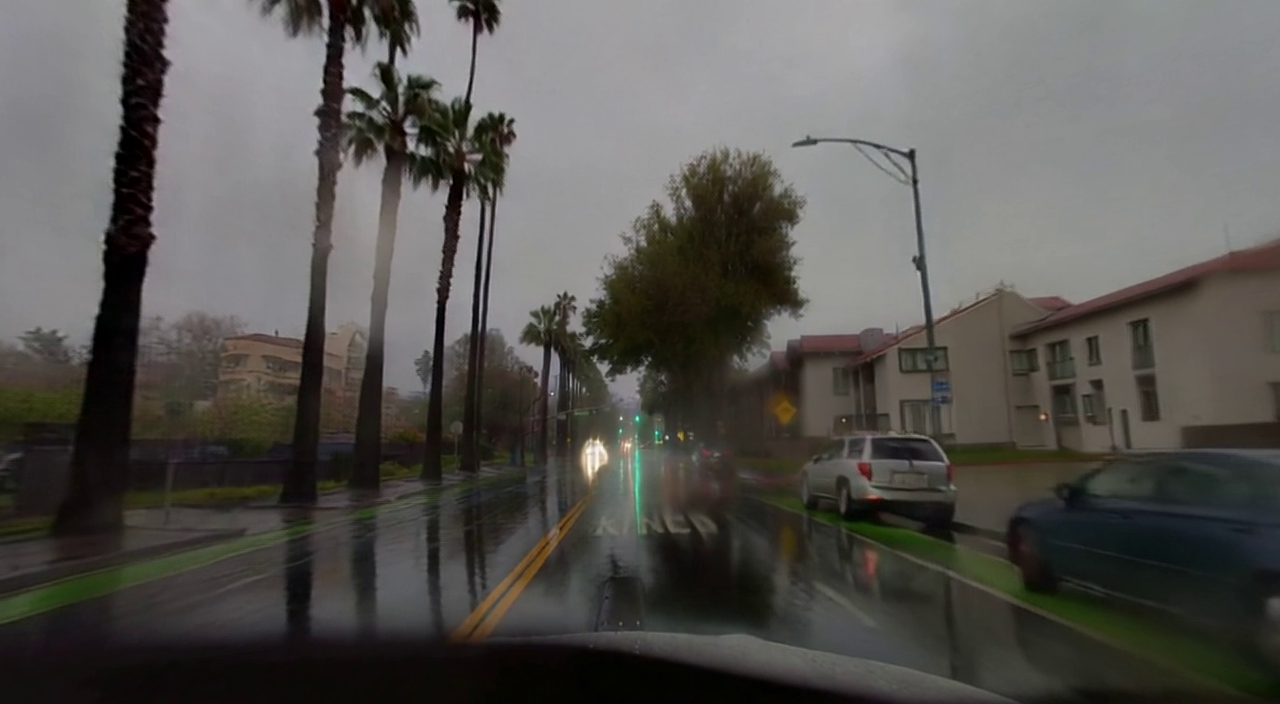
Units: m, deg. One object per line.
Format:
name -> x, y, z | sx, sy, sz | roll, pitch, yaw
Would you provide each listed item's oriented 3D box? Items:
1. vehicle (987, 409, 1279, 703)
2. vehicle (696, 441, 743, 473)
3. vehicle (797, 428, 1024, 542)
vehicle -> 4.493, 1.290, 4.152 | 2.000, 1.732, 4.298 | -1, -9, 1
vehicle -> 4.368, 5.867, 35.386 | 1.997, 1.640, 4.494 | 0, -9, -1
vehicle -> 4.748, 2.404, 12.124 | 2.144, 1.720, 4.794 | 0, -9, -1
